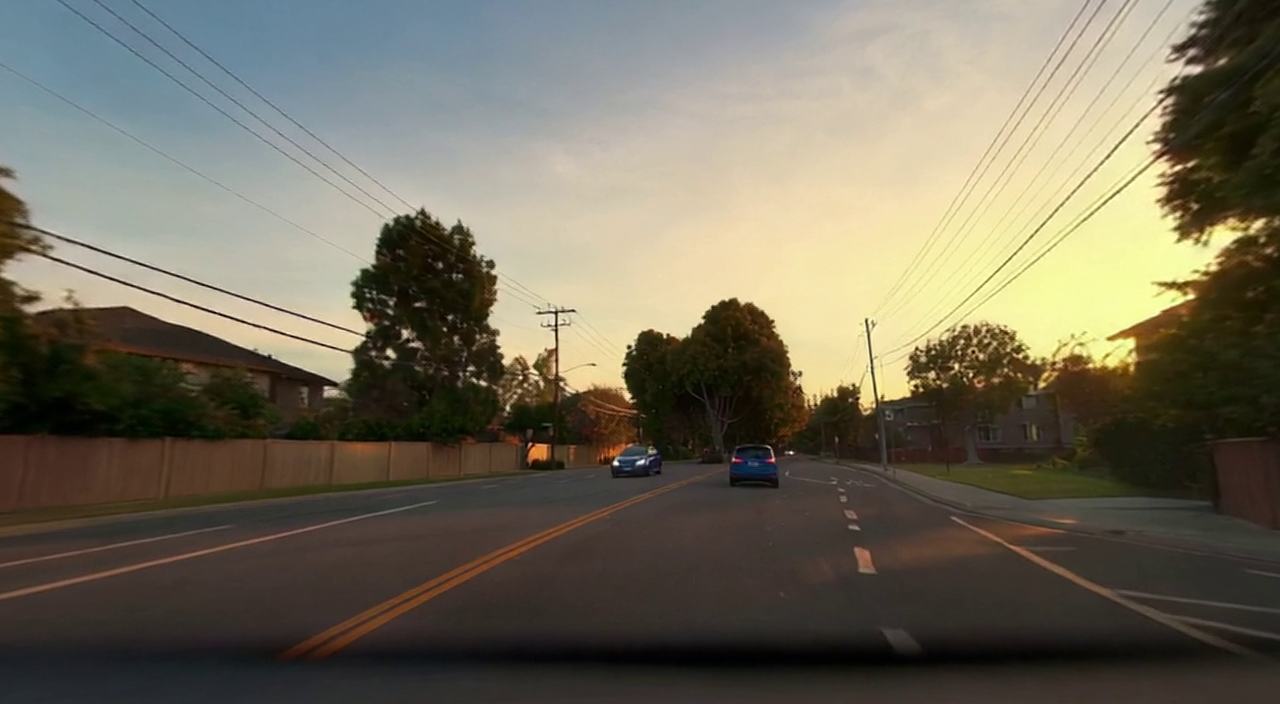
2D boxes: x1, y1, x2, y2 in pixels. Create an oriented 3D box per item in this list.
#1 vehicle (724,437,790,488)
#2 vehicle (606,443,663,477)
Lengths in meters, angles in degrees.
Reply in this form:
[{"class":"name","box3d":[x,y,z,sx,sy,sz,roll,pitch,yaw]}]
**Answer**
[{"class":"vehicle","box3d":[4.327,4.006,23.194,2.139,1.699,3.916,-2,-9,12]},{"class":"vehicle","box3d":[-0.214,5.756,33.978,2.226,1.664,4.342,-2,-9,11]}]
